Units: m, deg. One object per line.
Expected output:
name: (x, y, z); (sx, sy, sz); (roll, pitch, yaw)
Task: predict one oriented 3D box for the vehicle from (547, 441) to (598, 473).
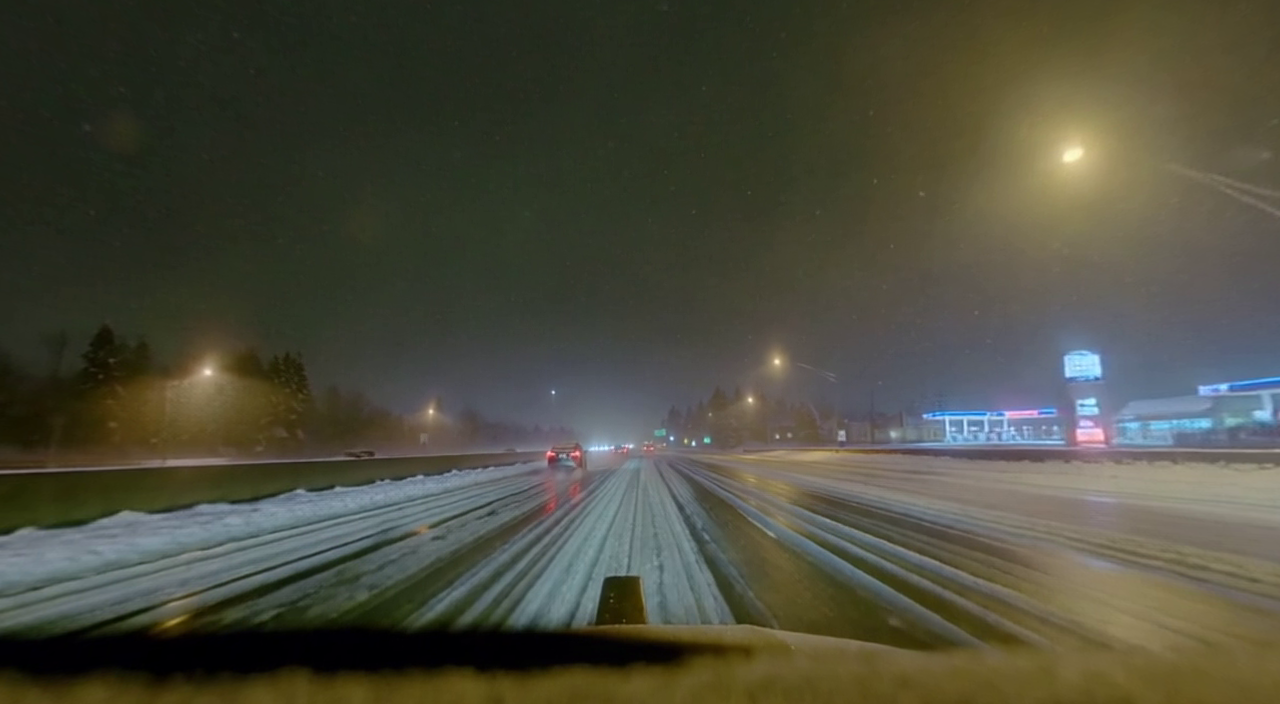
vehicle: (-3.404, 5.409, 32.584); (2.114, 1.510, 4.186); (-1, -9, 1)
